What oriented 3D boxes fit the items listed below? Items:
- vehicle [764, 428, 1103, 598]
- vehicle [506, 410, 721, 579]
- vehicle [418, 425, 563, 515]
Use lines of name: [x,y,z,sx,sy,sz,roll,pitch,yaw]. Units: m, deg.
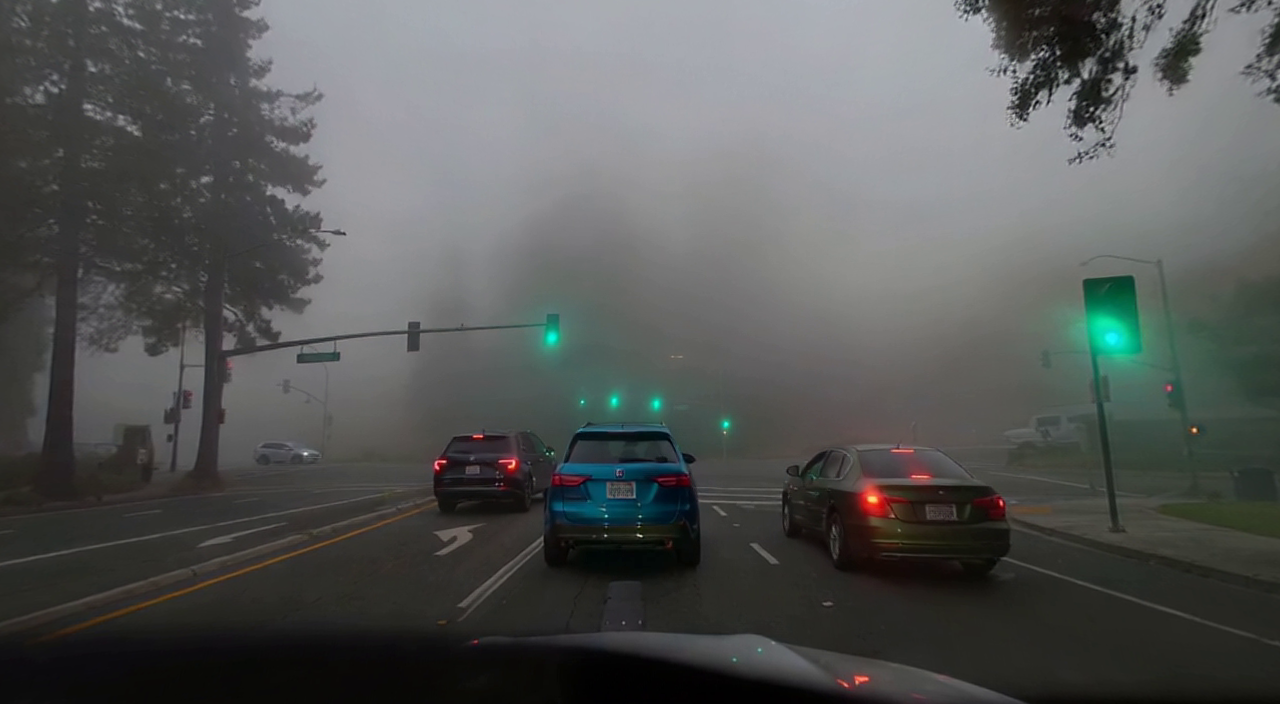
vehicle: [3.016,1.751,7.811,2.056,1.468,4.520,0,-8,0]
vehicle: [-0.243,1.718,8.379,2.108,1.654,4.235,0,-8,0]
vehicle: [-3.010,2.483,13.666,1.987,1.633,4.005,0,-8,3]
